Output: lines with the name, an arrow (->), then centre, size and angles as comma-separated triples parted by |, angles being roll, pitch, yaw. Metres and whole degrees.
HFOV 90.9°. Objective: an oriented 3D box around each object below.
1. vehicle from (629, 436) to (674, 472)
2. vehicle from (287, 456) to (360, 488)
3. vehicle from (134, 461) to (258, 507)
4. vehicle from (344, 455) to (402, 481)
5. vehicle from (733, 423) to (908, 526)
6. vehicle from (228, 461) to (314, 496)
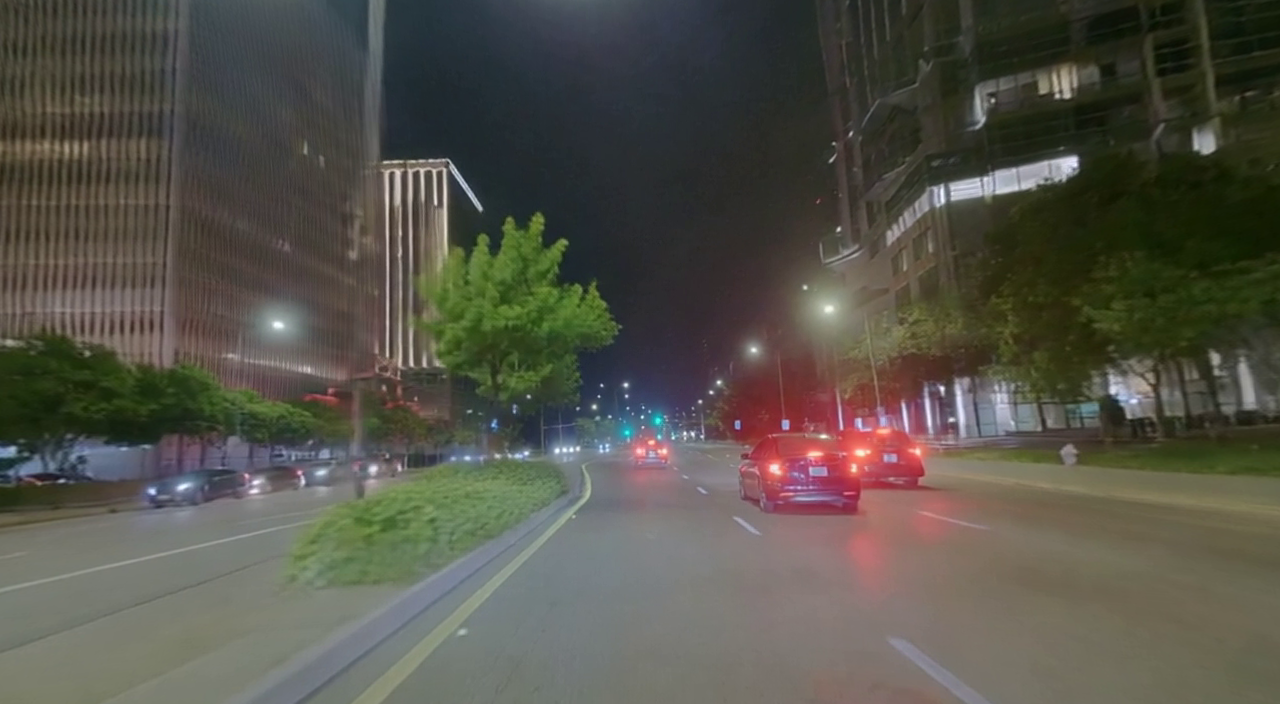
vehicle -> 0.504, 5.096, 31.608 | 2.125, 1.669, 3.880 | 0, -8, -1
vehicle -> -18.637, 7.067, 37.319 | 2.049, 1.678, 4.376 | 0, -8, 0
vehicle -> -18.565, 5.515, 26.664 | 1.853, 1.614, 4.514 | -1, -8, 2
vehicle -> -18.465, 8.018, 43.797 | 1.956, 1.647, 4.643 | 0, -8, 1
vehicle -> 3.167, 2.262, 12.249 | 1.931, 1.591, 4.708 | 0, -8, -1
vehicle -> -18.547, 6.347, 31.938 | 1.786, 1.523, 4.309 | 0, -8, -1
